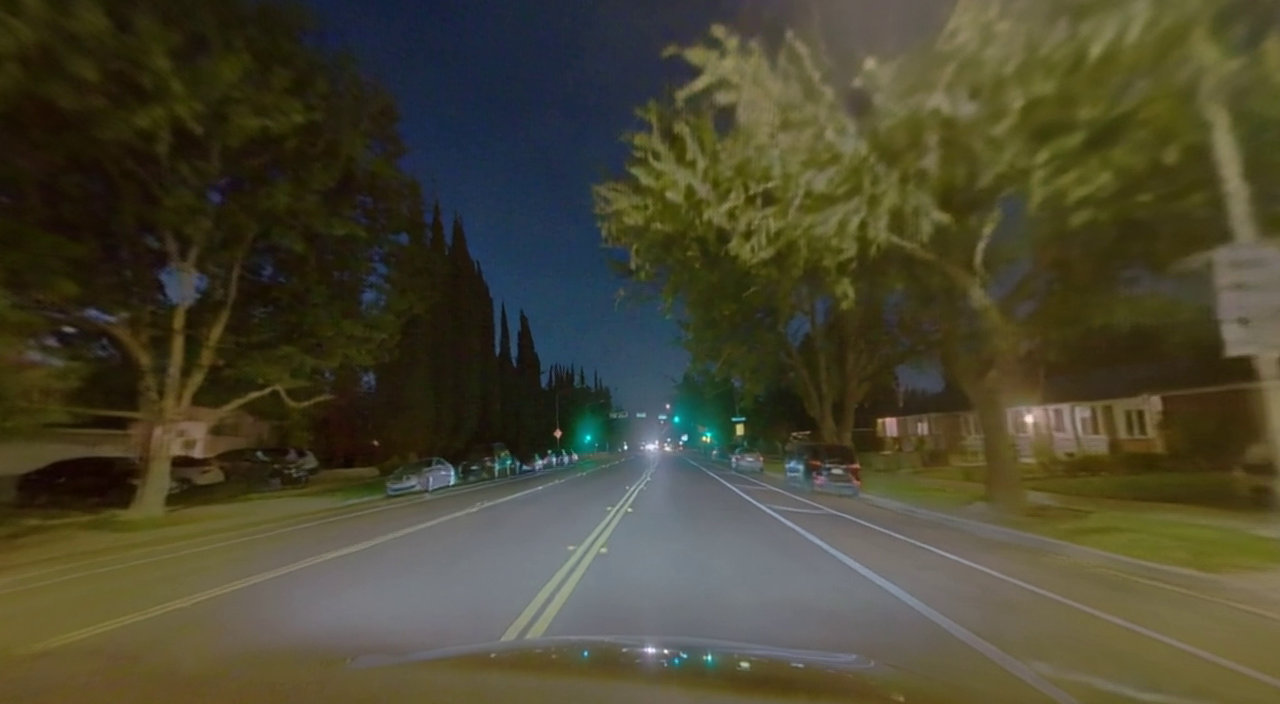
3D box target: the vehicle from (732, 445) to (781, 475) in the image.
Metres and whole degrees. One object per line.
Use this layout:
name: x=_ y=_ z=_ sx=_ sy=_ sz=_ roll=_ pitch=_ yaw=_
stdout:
vehicle: x=6.226 y=5.813 z=34.235 sx=1.908 sy=1.477 sz=4.920 roll=0 pitch=-9 yaw=2

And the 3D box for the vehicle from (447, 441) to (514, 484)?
vehicle: x=-8.790 y=6.106 z=35.277 sx=2.225 sy=2.037 sz=5.158 roll=-3 pitch=-9 yaw=2

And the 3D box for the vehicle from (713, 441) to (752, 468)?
vehicle: x=6.220 y=6.957 z=43.047 sx=2.155 sy=1.668 sz=4.425 roll=0 pitch=-9 yaw=2

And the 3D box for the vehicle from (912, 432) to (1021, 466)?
vehicle: x=15.198 y=4.533 z=29.593 sx=3.966 sy=1.500 sz=1.998 roll=0 pitch=-8 yaw=4

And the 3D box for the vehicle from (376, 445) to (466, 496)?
vehicle: x=-9.138 y=4.999 z=26.829 sx=2.117 sy=1.865 sz=4.570 roll=-2 pitch=-10 yaw=2

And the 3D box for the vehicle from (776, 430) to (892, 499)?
vehicle: x=5.845 y=3.441 z=19.747 sx=2.215 sy=1.886 sz=4.577 roll=0 pitch=-9 yaw=1

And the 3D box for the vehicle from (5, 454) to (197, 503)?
vehicle: x=-17.996 y=4.214 z=21.257 sx=4.699 sy=1.476 sz=1.949 roll=0 pitch=-9 yaw=2
